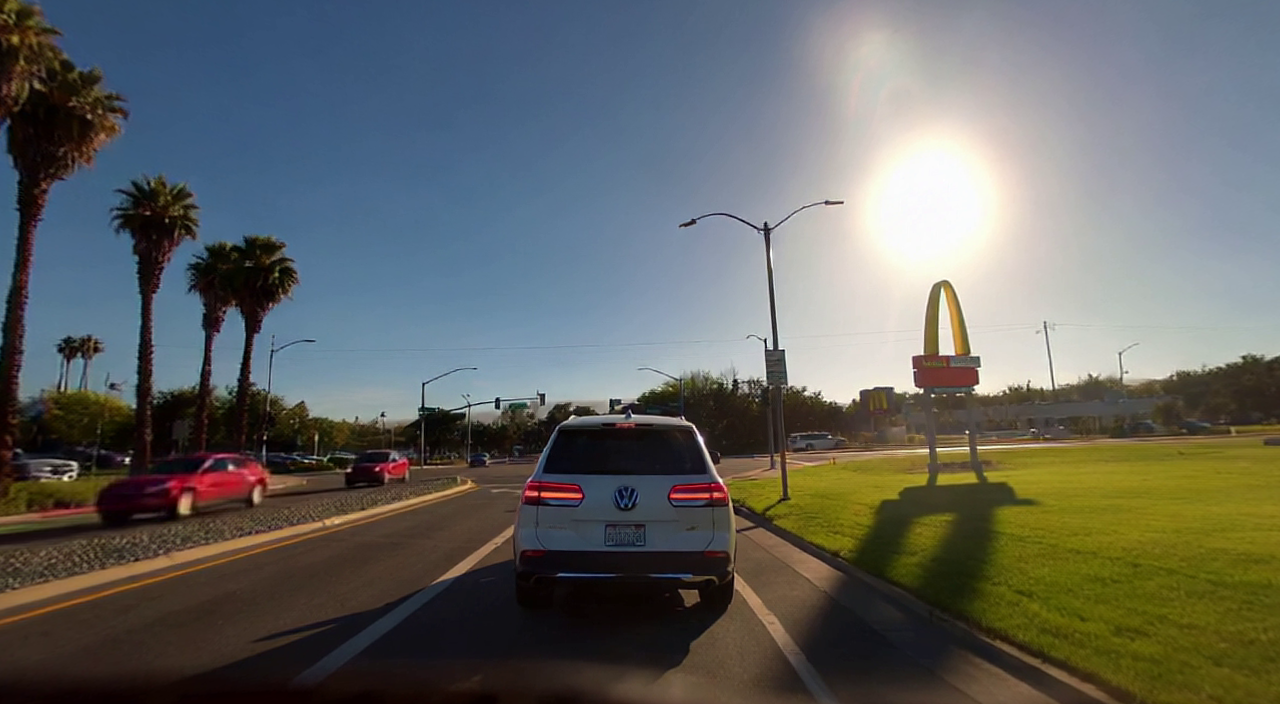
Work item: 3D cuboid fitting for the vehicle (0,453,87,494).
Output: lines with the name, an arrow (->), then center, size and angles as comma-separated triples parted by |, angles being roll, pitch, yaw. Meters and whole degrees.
vehicle -> -28.117, 5.416, 28.217 | 4.584, 1.714, 2.186 | 4, -10, -27

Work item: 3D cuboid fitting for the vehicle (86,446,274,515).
vehicle -> -12.909, 3.583, 18.190 | 1.965, 1.718, 4.466 | 0, -9, 1

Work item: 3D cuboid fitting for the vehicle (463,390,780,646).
vehicle -> -0.143, 1.418, 6.328 | 2.137, 1.728, 3.926 | 0, -9, -1

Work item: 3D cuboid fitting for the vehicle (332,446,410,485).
vehicle -> -13.915, 5.867, 33.070 | 2.029, 1.820, 4.915 | 0, -9, -2
